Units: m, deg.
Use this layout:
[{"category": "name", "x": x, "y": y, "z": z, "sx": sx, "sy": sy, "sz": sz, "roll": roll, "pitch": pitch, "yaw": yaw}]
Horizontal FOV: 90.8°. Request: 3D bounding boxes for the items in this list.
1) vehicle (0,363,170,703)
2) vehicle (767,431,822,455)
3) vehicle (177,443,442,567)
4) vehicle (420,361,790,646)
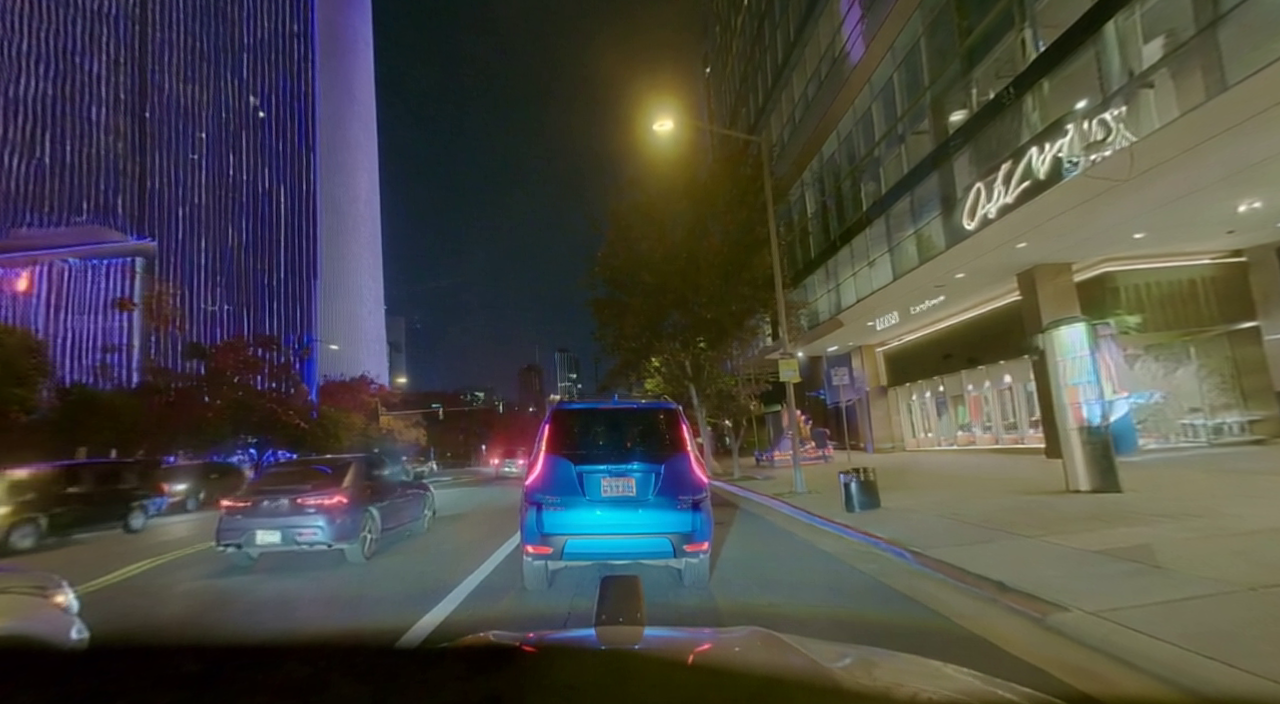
[{"category": "vehicle", "x": -3.188, "y": 0.660, "z": 0.727, "sx": 1.971, "sy": 1.658, "sz": 4.428, "roll": 0, "pitch": -8, "yaw": -2}, {"category": "vehicle", "x": 10.217, "y": 6.030, "z": 41.635, "sx": 1.877, "sy": 1.416, "sz": 3.965, "roll": -8, "pitch": -12, "yaw": 39}, {"category": "vehicle", "x": -4.656, "y": 2.158, "z": 9.843, "sx": 1.876, "sy": 1.448, "sz": 4.464, "roll": 0, "pitch": -8, "yaw": -2}, {"category": "vehicle", "x": -0.369, "y": 1.343, "z": 6.624, "sx": 2.531, "sy": 1.930, "sz": 4.382, "roll": 0, "pitch": -8, "yaw": -4}]
